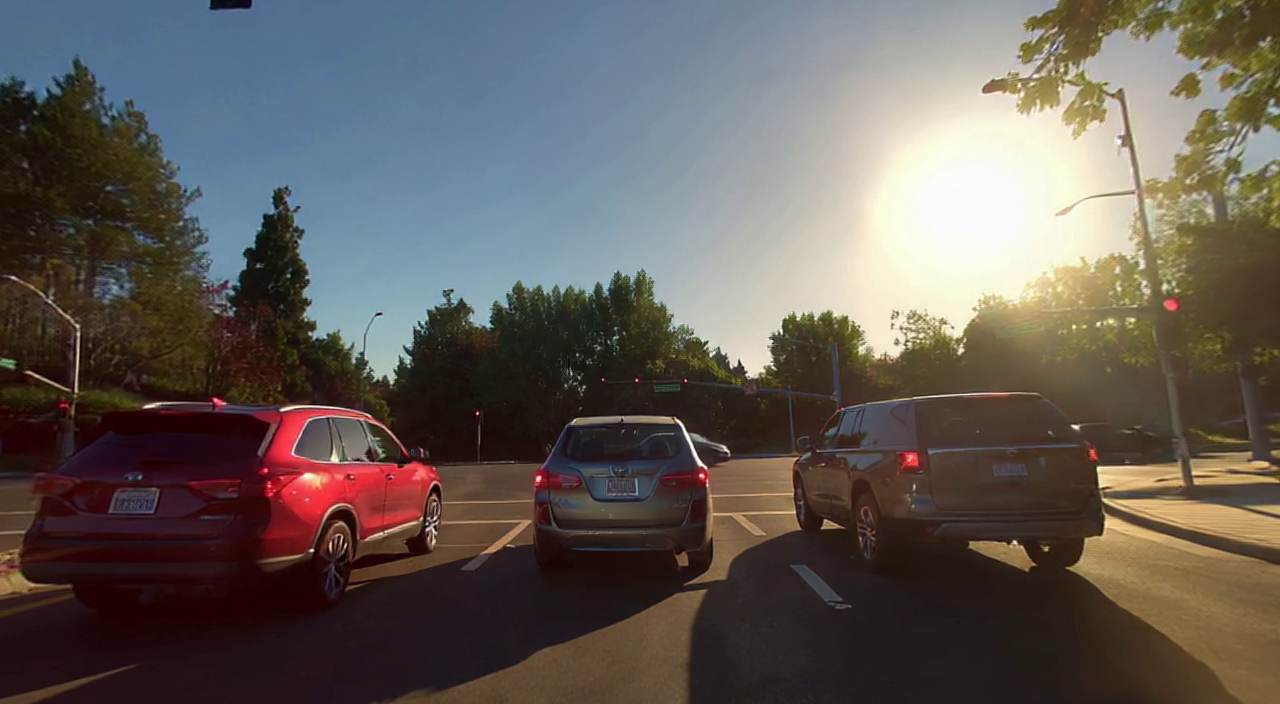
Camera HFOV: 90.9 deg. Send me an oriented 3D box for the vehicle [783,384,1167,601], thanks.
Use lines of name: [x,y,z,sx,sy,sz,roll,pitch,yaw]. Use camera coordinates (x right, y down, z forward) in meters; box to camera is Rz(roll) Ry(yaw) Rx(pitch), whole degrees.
vehicle: [3.274,1.485,7.520,2.083,1.779,4.532,0,-8,0]

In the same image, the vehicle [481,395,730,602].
vehicle: [-0.234,1.513,7.317,2.067,1.702,3.987,0,-8,2]

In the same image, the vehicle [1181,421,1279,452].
vehicle: [32.785,4.660,34.770,4.175,1.634,1.877,1,-8,-5]

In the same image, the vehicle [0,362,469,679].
vehicle: [-3.279,1.279,5.893,2.047,1.810,4.414,0,-8,1]
